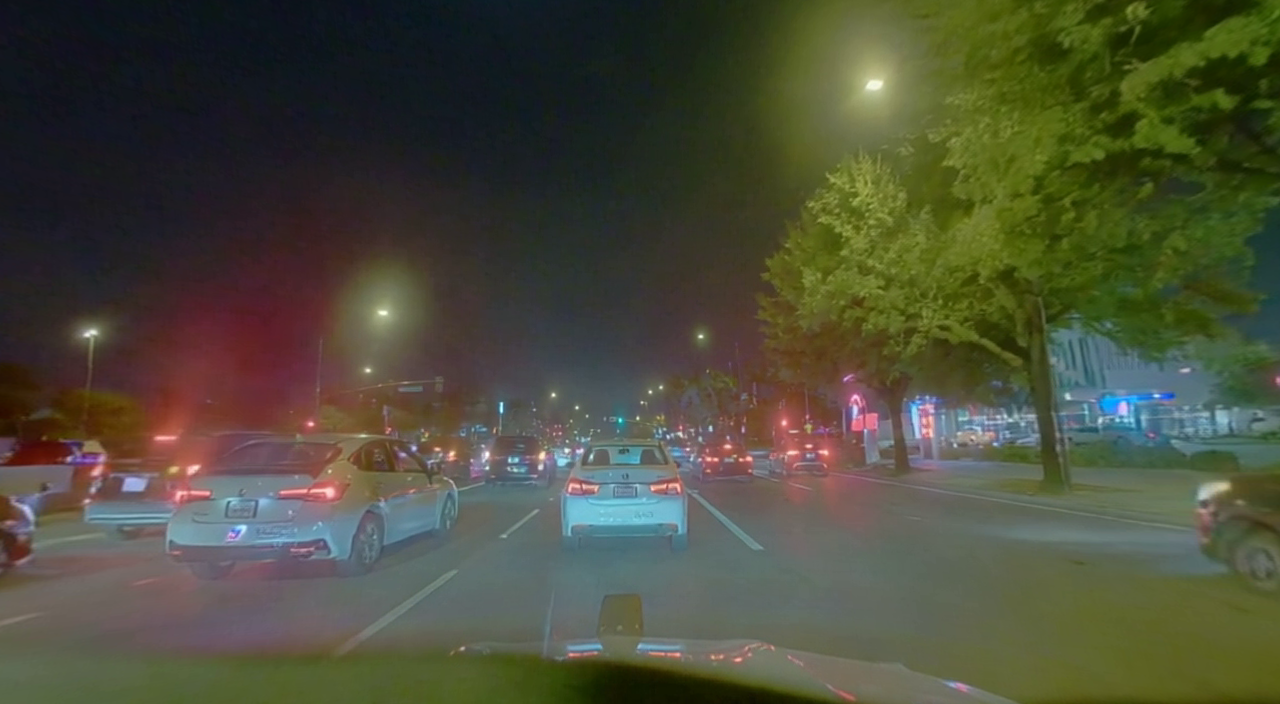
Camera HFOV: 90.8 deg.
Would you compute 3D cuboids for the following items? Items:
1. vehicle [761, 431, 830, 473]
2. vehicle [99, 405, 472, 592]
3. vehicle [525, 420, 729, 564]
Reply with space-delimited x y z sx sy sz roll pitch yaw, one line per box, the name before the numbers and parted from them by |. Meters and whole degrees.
vehicle | 6.743 4.368 27.792 1.889 1.681 4.120 0 -9 -1
vehicle | -3.707 1.613 7.799 2.009 1.619 4.376 0 -8 1
vehicle | -0.172 1.801 8.854 2.161 1.501 4.184 0 -8 -1
